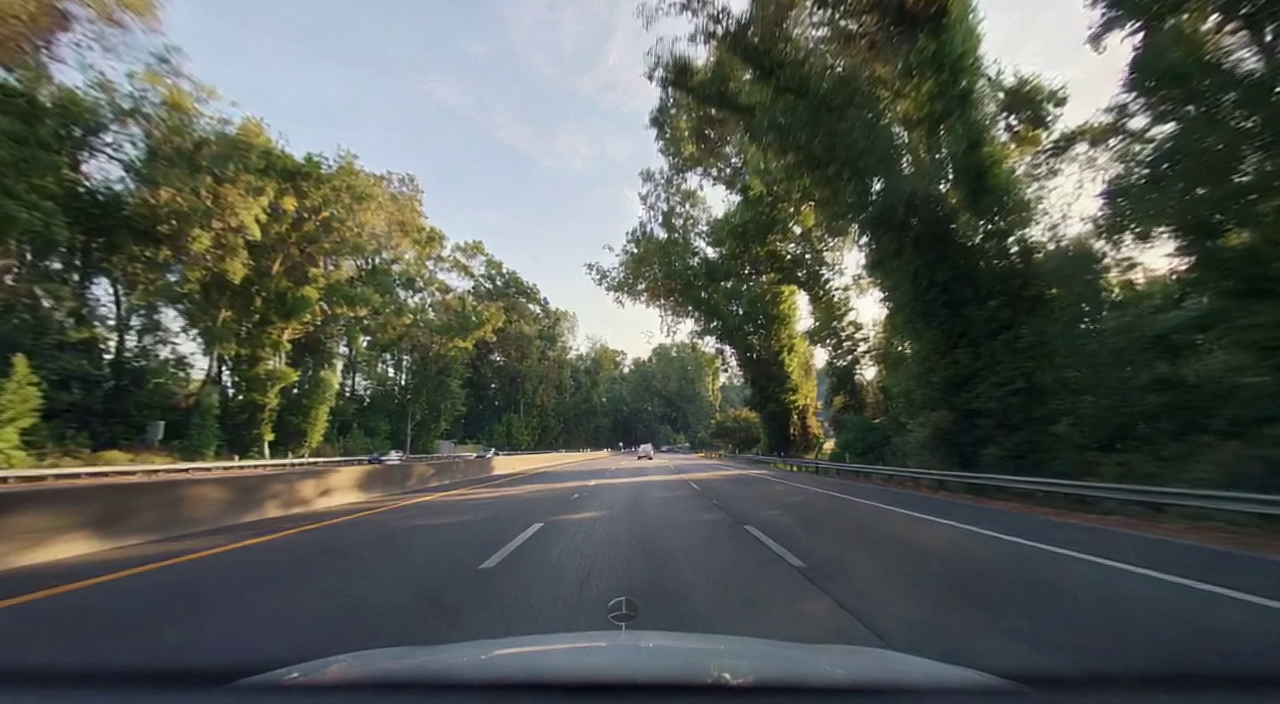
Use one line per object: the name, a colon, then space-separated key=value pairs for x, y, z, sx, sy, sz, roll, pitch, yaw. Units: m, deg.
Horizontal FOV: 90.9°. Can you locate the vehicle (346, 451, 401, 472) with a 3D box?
vehicle: x=-18.561 y=7.627 z=44.100 sx=1.789 sy=1.421 sz=4.459 roll=0 pitch=-9 yaw=1
